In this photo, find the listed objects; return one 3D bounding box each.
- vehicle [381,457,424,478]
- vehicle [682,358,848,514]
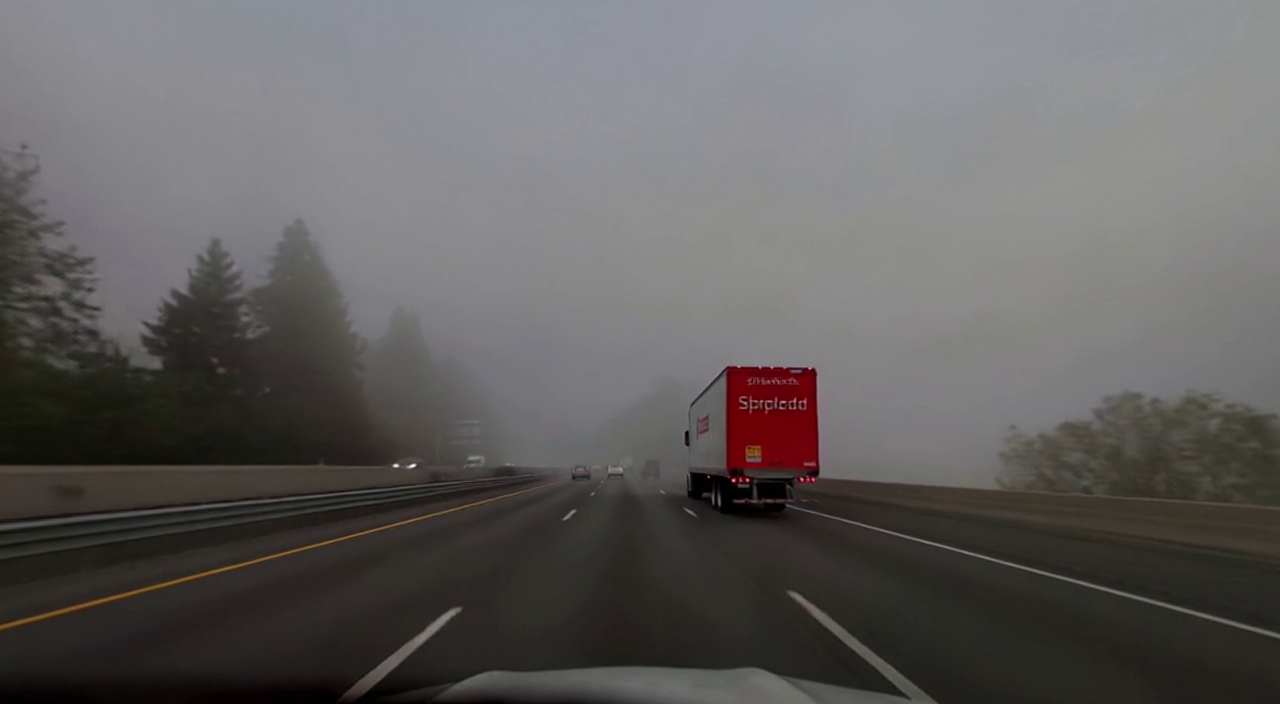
[{"bbox_3d":[-18.101,8.854,48.231,1.882,1.505,3.868,1,-10,-2],"label":"vehicle"},{"bbox_3d":[3.925,3.560,24.518,2.992,4.300,13.967,1,-10,-3],"label":"vehicle"}]
